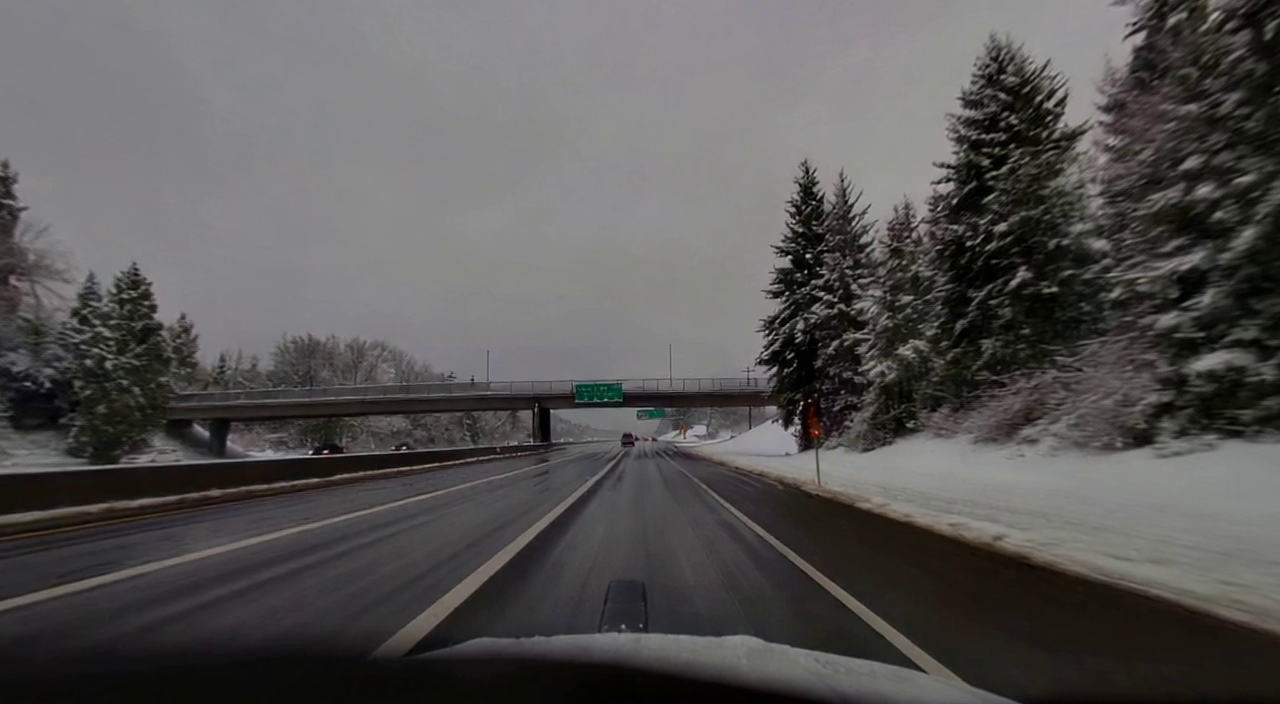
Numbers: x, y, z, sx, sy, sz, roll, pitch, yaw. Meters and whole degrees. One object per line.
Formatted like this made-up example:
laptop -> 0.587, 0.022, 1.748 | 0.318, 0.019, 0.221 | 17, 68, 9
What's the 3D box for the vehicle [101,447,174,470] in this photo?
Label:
vehicle -> -39.341, 8.353, 49.559 | 1.935, 1.689, 4.594 | 0, -8, 0
